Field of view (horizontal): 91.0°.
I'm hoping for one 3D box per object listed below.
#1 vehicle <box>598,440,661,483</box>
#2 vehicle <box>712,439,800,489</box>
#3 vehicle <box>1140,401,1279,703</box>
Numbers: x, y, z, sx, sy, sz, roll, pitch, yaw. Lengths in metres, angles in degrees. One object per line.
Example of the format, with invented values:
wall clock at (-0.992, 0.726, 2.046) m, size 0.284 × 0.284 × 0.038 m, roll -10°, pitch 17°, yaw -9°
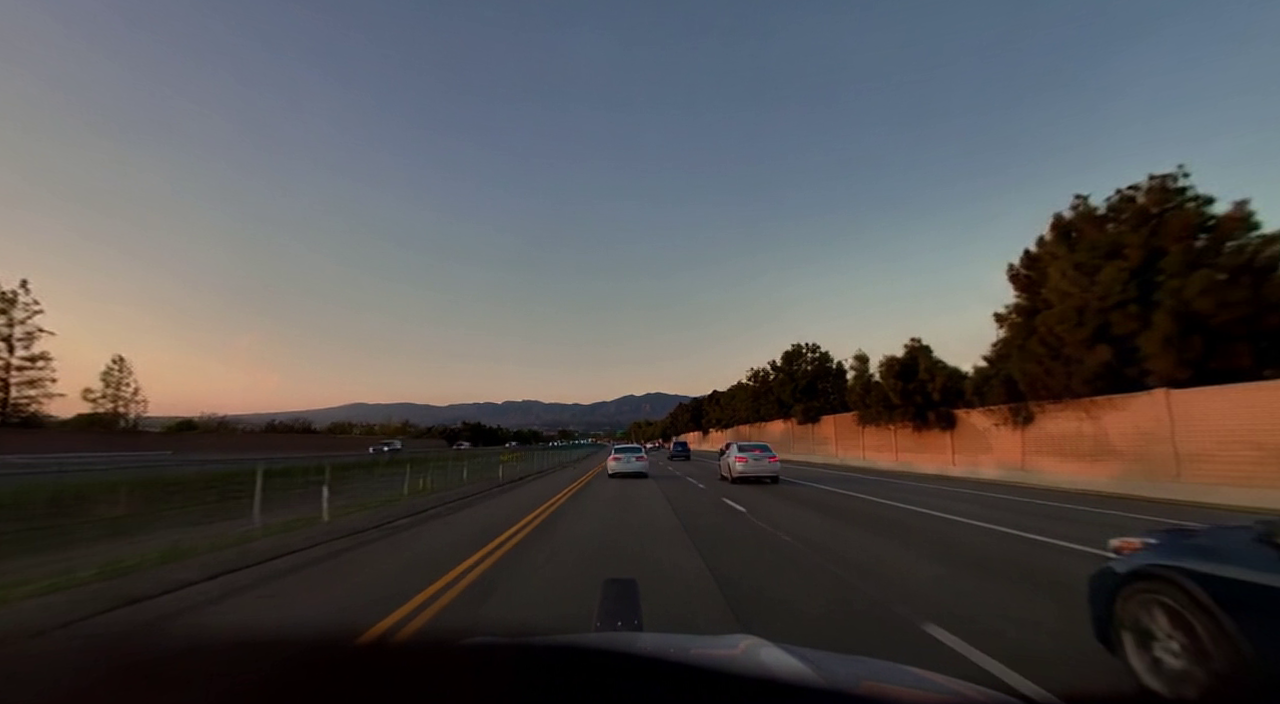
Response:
vehicle at (-0.349, 3.956, 23.027) m, size 2.085 × 1.449 × 3.860 m, roll 0°, pitch -9°, yaw 0°
vehicle at (3.682, 3.635, 20.778) m, size 1.957 × 1.447 × 4.241 m, roll 0°, pitch -9°, yaw -2°
vehicle at (3.929, 0.769, 1.473) m, size 1.949 × 1.493 × 4.272 m, roll 0°, pitch -9°, yaw -1°
